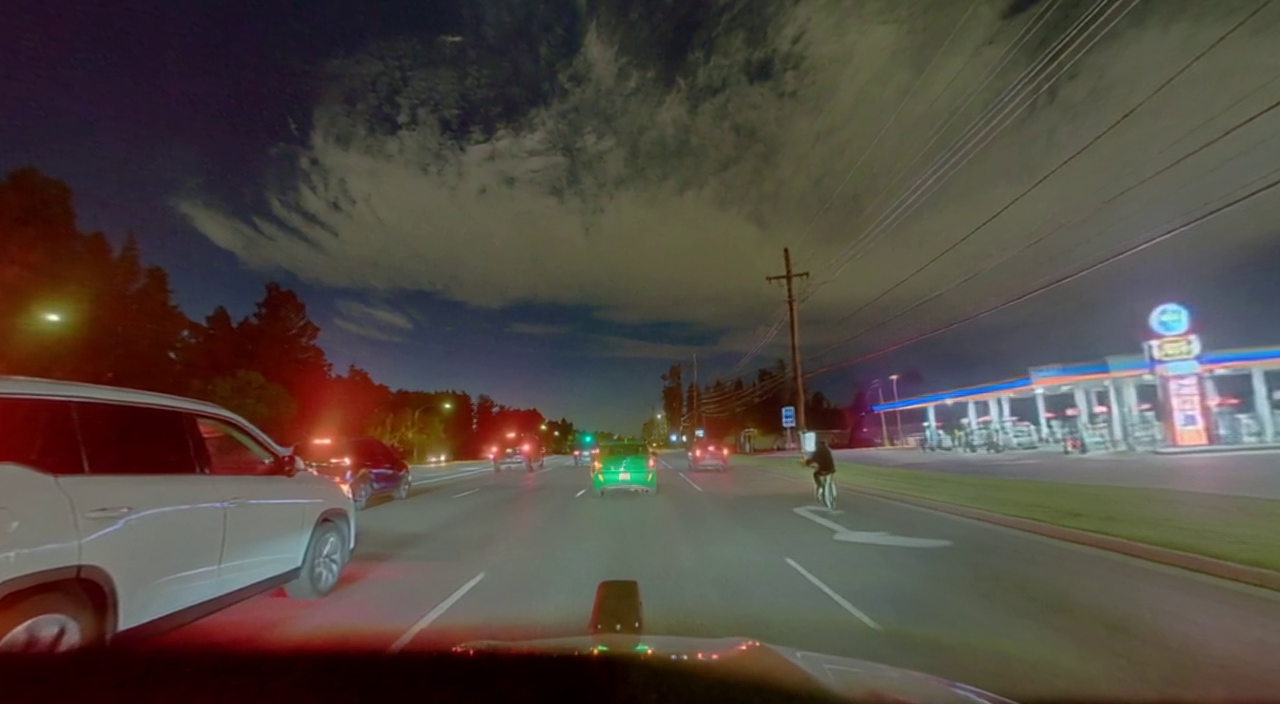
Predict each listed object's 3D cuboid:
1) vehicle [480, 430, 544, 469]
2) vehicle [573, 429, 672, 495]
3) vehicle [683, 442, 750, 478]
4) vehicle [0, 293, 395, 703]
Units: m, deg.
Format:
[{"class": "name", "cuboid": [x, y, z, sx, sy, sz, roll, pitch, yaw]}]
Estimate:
[{"class": "vehicle", "cuboid": [-6.783, 5.259, 34.177, 2.385, 1.918, 5.056, 0, -8, 0]}, {"class": "vehicle", "cuboid": [-0.397, 2.763, 16.165, 2.189, 1.437, 4.135, 0, -8, 0]}, {"class": "vehicle", "cuboid": [2.997, 4.326, 25.680, 2.065, 1.302, 4.416, 0, -8, -1]}, {"class": "vehicle", "cuboid": [-3.125, 0.783, 3.154, 1.922, 1.642, 4.547, -1, -8, 1]}]
